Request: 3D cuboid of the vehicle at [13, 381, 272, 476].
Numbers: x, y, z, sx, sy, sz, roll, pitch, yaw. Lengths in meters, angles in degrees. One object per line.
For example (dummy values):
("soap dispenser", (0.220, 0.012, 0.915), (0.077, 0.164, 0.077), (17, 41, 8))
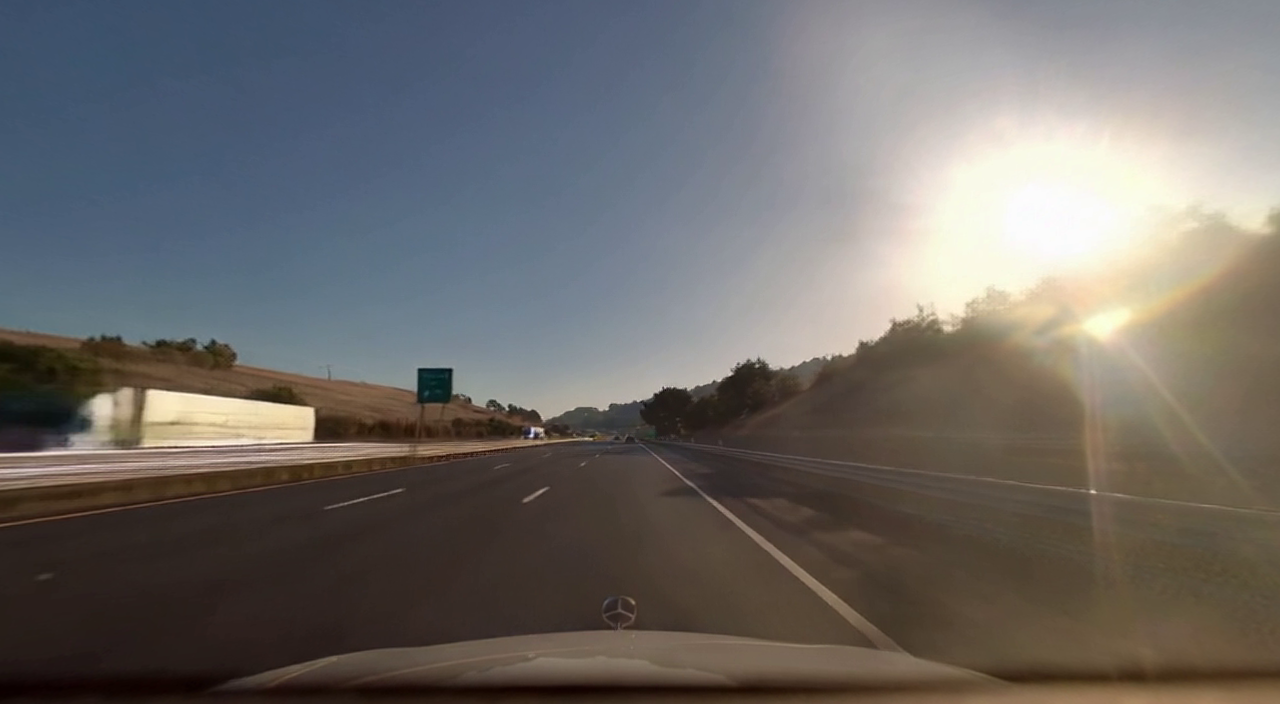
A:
("vehicle", (-24.117, 3.993, 32.197), (2.877, 3.842, 12.982), (0, -8, -1))
